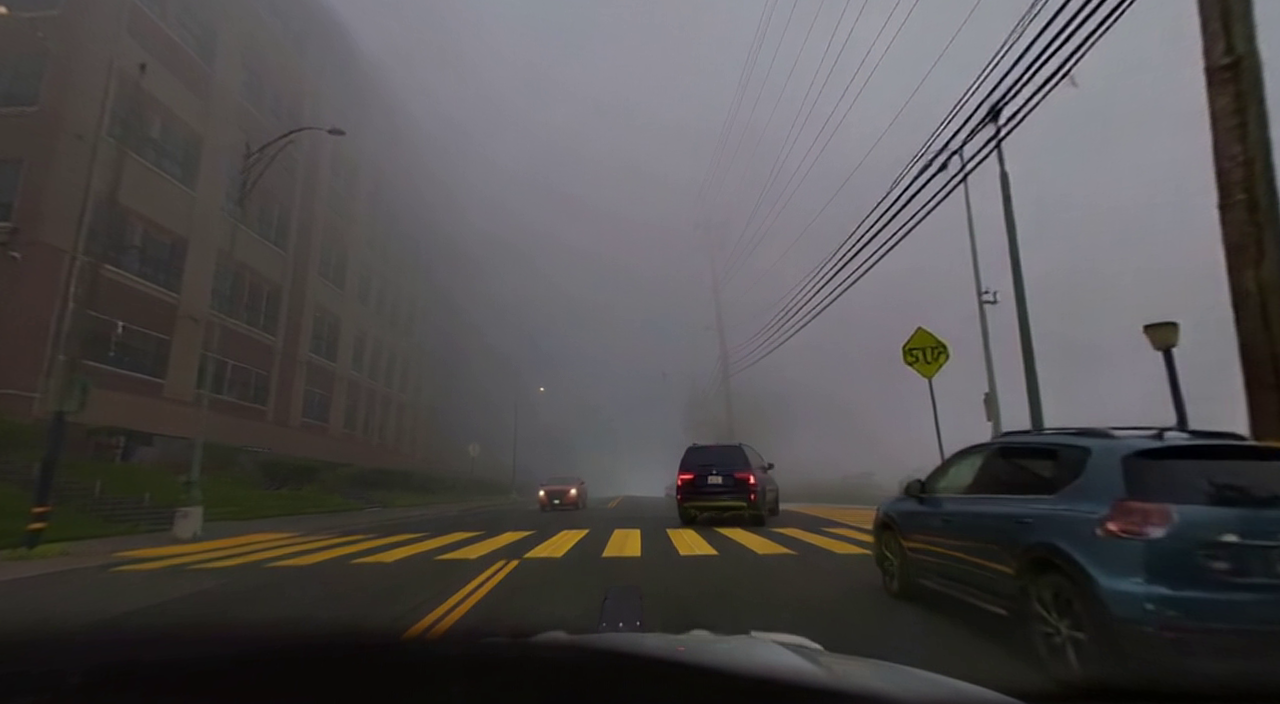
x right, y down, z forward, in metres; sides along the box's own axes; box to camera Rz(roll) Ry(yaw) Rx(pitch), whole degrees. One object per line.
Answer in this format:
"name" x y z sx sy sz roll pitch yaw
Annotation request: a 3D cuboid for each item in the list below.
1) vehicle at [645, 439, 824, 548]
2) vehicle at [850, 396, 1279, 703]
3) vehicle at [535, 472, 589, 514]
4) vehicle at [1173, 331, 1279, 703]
"vehicle" 2.196 2.747 13.203 2.214 1.789 4.872 -4 -9 27
"vehicle" 3.266 1.292 4.755 1.933 1.612 3.941 0 -8 -1
"vehicle" -3.502 6.415 29.000 1.911 1.563 4.057 0 -8 0
"vehicle" 3.343 0.522 0.382 2.039 1.731 4.428 0 -8 -2
